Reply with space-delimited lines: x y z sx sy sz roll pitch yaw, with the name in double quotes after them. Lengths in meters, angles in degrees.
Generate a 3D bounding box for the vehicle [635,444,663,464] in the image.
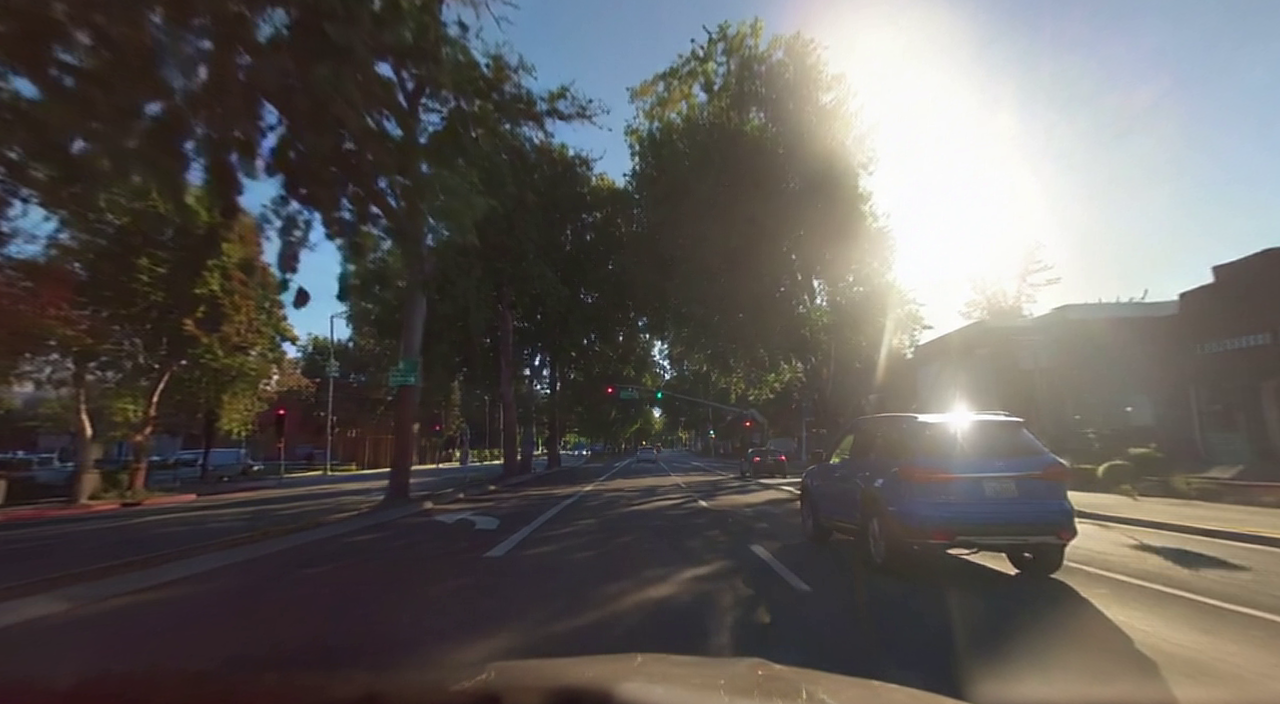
0.711 7.936 49.055 2.131 1.474 4.146 0 -8 1 "vehicle"

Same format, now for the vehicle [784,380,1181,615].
3.238 1.473 7.268 2.033 1.865 4.360 0 -8 -1 "vehicle"
